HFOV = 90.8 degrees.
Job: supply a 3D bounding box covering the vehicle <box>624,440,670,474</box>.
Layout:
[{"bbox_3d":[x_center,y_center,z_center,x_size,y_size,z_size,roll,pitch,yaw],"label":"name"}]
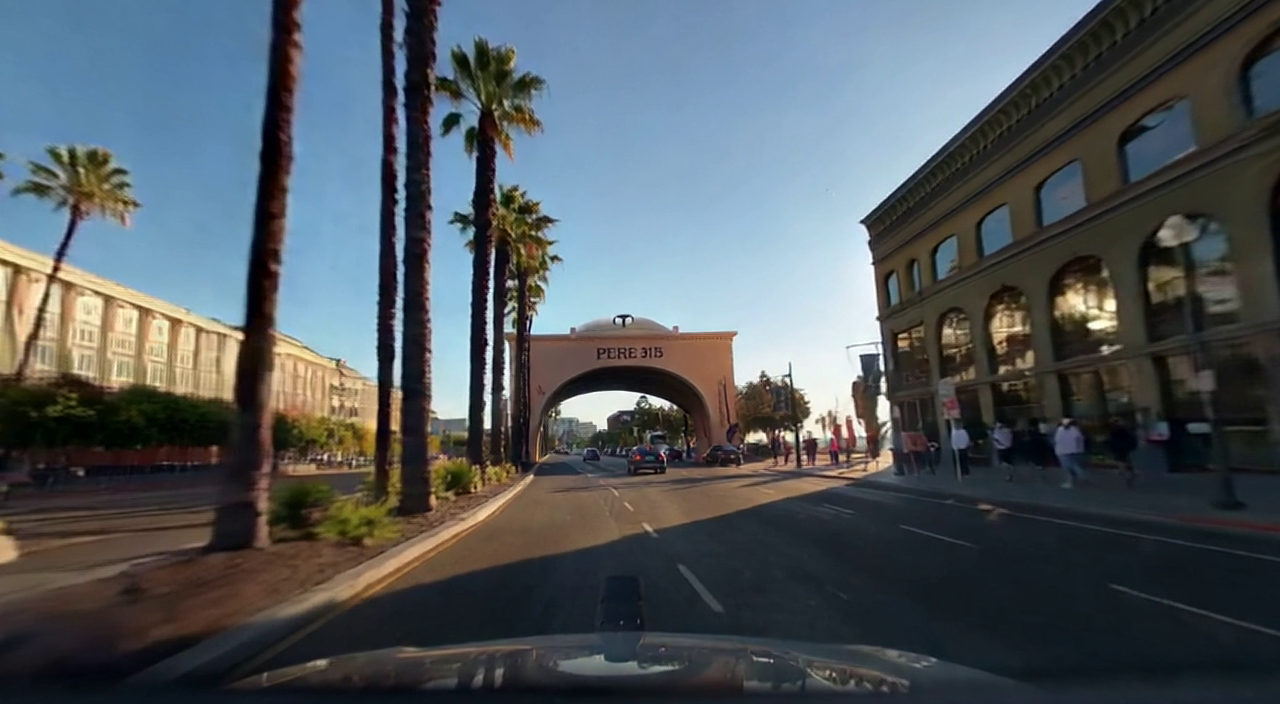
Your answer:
[{"bbox_3d":[0.341,6.801,41.057,2.284,2.010,6.670,1,-9,-6],"label":"vehicle"}]
